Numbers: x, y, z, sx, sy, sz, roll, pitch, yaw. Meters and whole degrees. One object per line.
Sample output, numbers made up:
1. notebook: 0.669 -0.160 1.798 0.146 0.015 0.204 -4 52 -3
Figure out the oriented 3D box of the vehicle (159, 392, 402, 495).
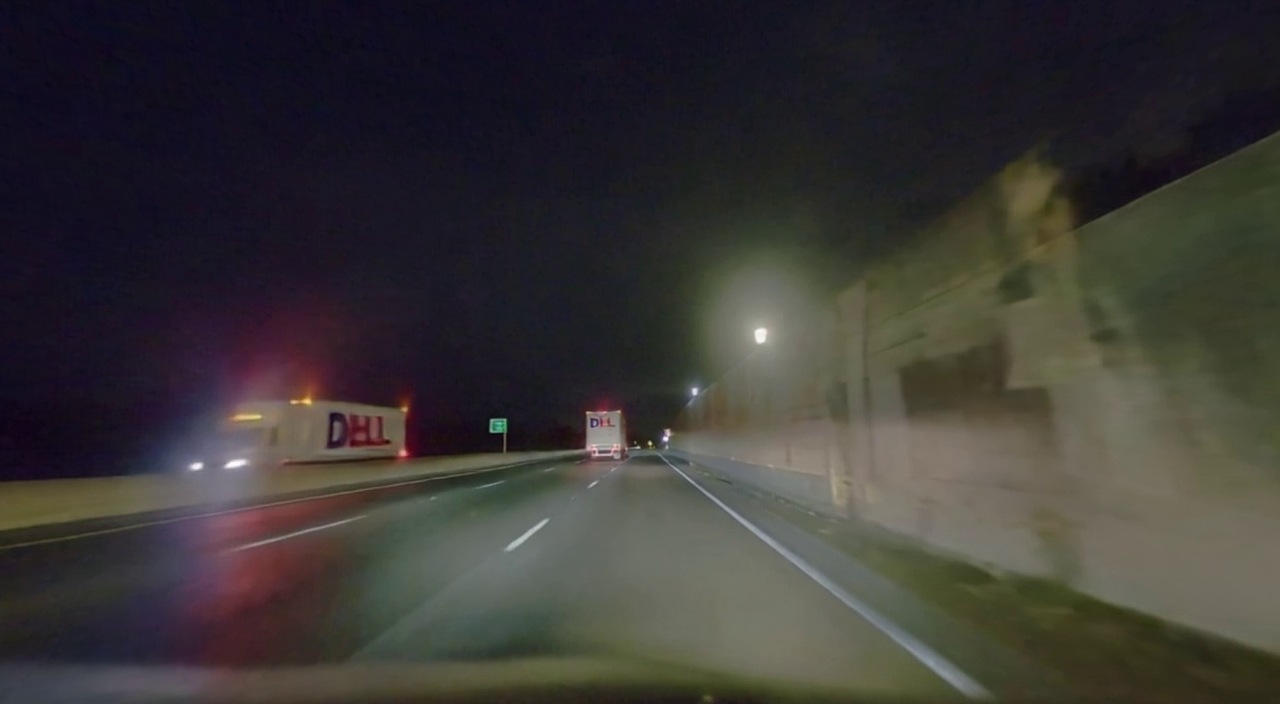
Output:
1. vehicle: -17.567 4.684 33.624 3.102 4.025 16.974 1 -7 0
